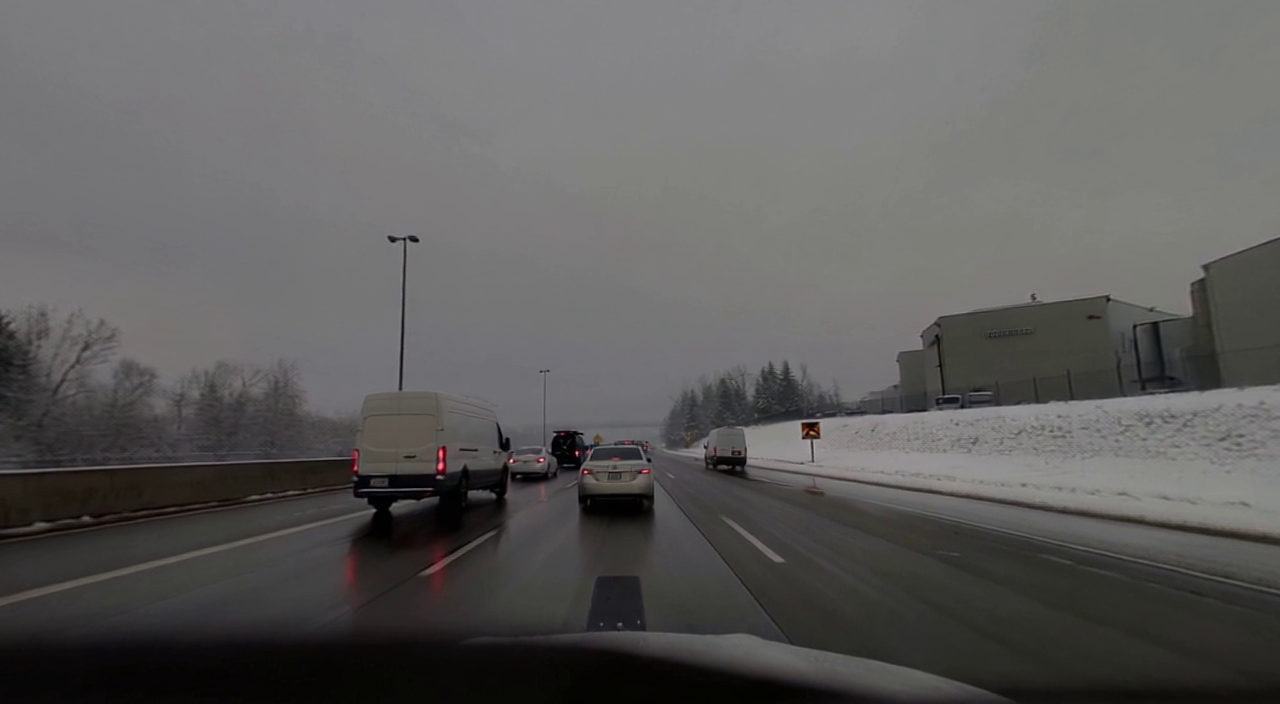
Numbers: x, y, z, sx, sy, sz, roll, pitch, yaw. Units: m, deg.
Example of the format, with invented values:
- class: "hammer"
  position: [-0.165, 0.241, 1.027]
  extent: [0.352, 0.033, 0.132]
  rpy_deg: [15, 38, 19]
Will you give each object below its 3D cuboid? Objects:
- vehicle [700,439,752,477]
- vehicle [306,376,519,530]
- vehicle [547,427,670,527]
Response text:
- class: "vehicle"
  position: [4.262, 5.319, 31.769]
  extent: [2.003, 1.754, 4.134]
  rpy_deg: [0, -9, 0]
- class: "vehicle"
  position: [-4.575, 2.261, 14.339]
  extent: [2.248, 2.626, 6.837]
  rpy_deg: [0, -9, 0]
- class: "vehicle"
  position: [-0.533, 2.439, 12.745]
  extent: [2.093, 1.695, 3.782]
  rpy_deg: [0, -9, 0]
